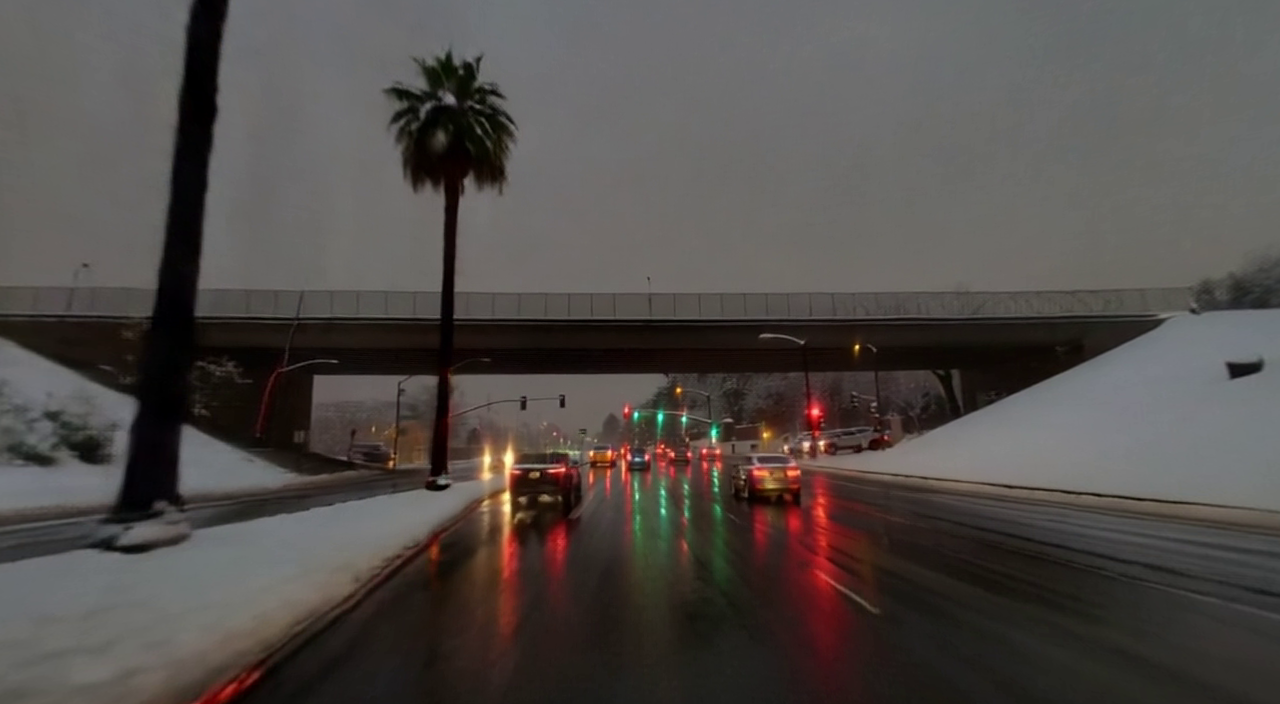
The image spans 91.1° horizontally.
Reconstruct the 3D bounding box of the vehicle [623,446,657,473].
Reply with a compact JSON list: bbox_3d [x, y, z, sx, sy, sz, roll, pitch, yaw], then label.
[{"bbox_3d":[-0.020,7.188,42.083,2.172,1.694,4.055,0,-9,0],"label":"vehicle"}]

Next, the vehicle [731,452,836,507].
[{"bbox_3d":[4.131,3.723,18.812,2.156,1.404,4.120,0,-9,0],"label":"vehicle"}]

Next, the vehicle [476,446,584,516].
[{"bbox_3d":[-2.555,3.100,15.642,2.111,1.506,4.018,0,-9,-3],"label":"vehicle"}]
